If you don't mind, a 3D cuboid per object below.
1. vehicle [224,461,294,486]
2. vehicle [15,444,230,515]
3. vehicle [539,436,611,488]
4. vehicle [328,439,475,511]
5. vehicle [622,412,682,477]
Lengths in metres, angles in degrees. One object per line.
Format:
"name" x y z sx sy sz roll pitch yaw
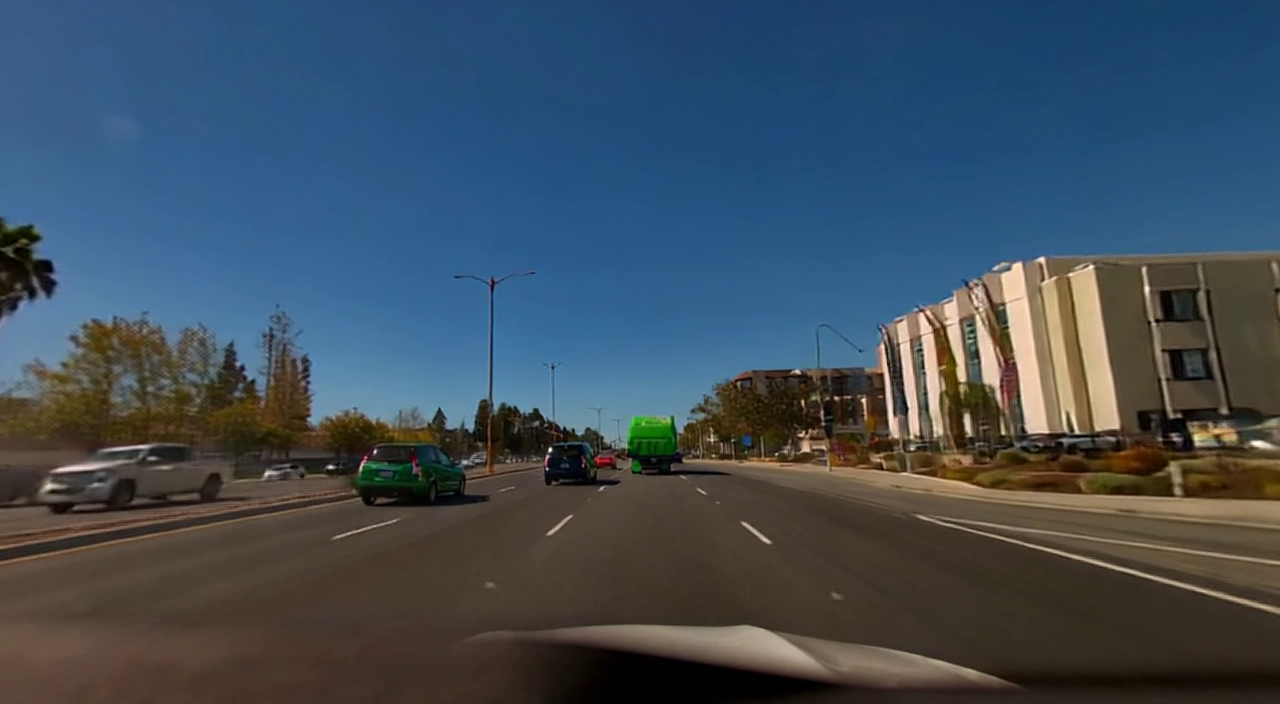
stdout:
"vehicle" -27.594 8.796 45.656 1.876 1.505 4.876 0 -8 2
"vehicle" -14.429 3.524 17.986 2.100 1.746 4.662 0 -8 1
"vehicle" -2.428 4.305 24.895 2.178 1.826 4.933 0 -8 2
"vehicle" -6.175 3.208 16.975 2.045 1.630 4.680 0 -8 1
"vehicle" 0.657 5.147 34.850 2.993 3.235 6.692 0 -8 1
